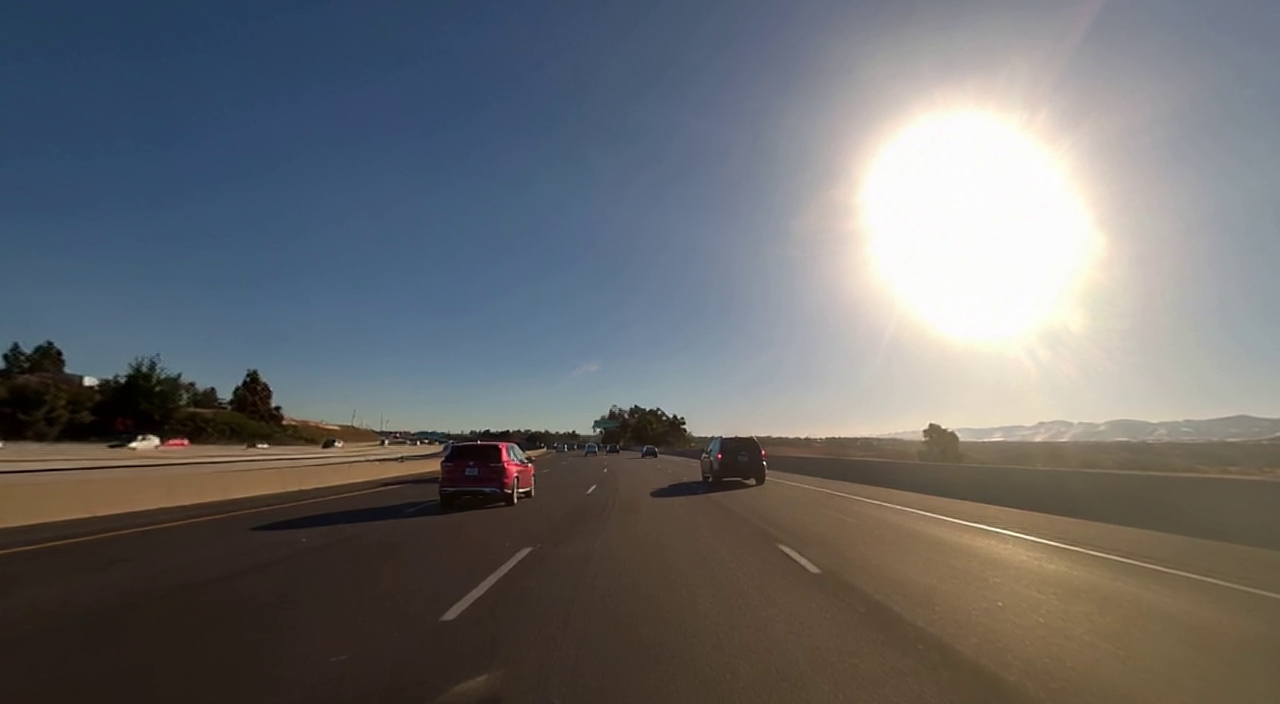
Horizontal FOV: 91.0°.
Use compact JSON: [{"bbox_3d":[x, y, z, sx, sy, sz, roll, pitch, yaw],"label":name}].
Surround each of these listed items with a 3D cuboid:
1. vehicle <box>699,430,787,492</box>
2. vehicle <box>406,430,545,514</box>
[{"bbox_3d":[3.366,3.688,21.632,2.153,1.860,4.689,0,-9,-1],"label":"vehicle"},{"bbox_3d":[-3.812,2.889,15.561,2.214,1.743,4.465,0,-9,0],"label":"vehicle"}]
